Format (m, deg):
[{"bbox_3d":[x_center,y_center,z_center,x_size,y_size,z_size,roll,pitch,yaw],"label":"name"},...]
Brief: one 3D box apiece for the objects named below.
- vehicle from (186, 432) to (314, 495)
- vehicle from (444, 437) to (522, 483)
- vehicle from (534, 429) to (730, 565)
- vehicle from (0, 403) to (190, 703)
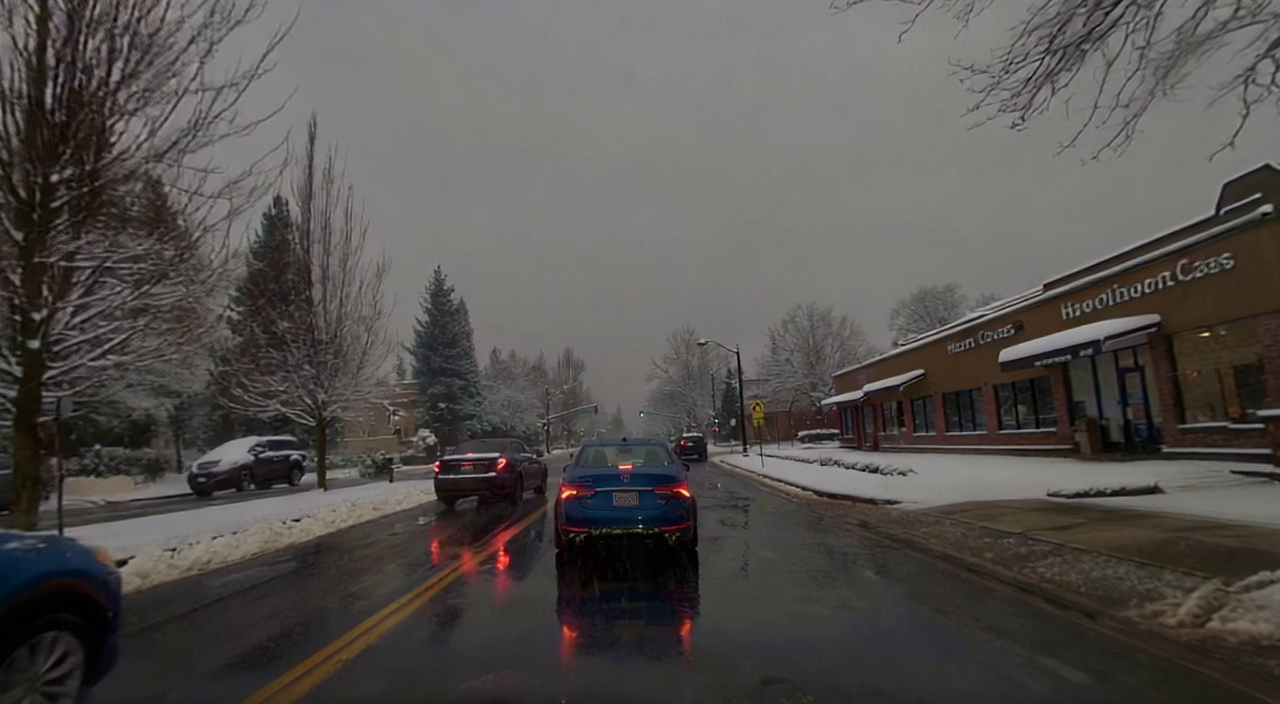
[{"bbox_3d":[-19.127,5.479,31.401,2.286,2.777,5.926,-1,-9,3],"label":"vehicle"},{"bbox_3d":[-6.186,4.289,25.349,2.095,1.682,4.371,0,-9,-1],"label":"vehicle"},{"bbox_3d":[-0.099,1.906,9.047,2.160,1.482,4.037,0,-9,0],"label":"vehicle"},{"bbox_3d":[-3.472,0.786,1.389,1.905,1.473,4.016,0,-9,1],"label":"vehicle"}]
